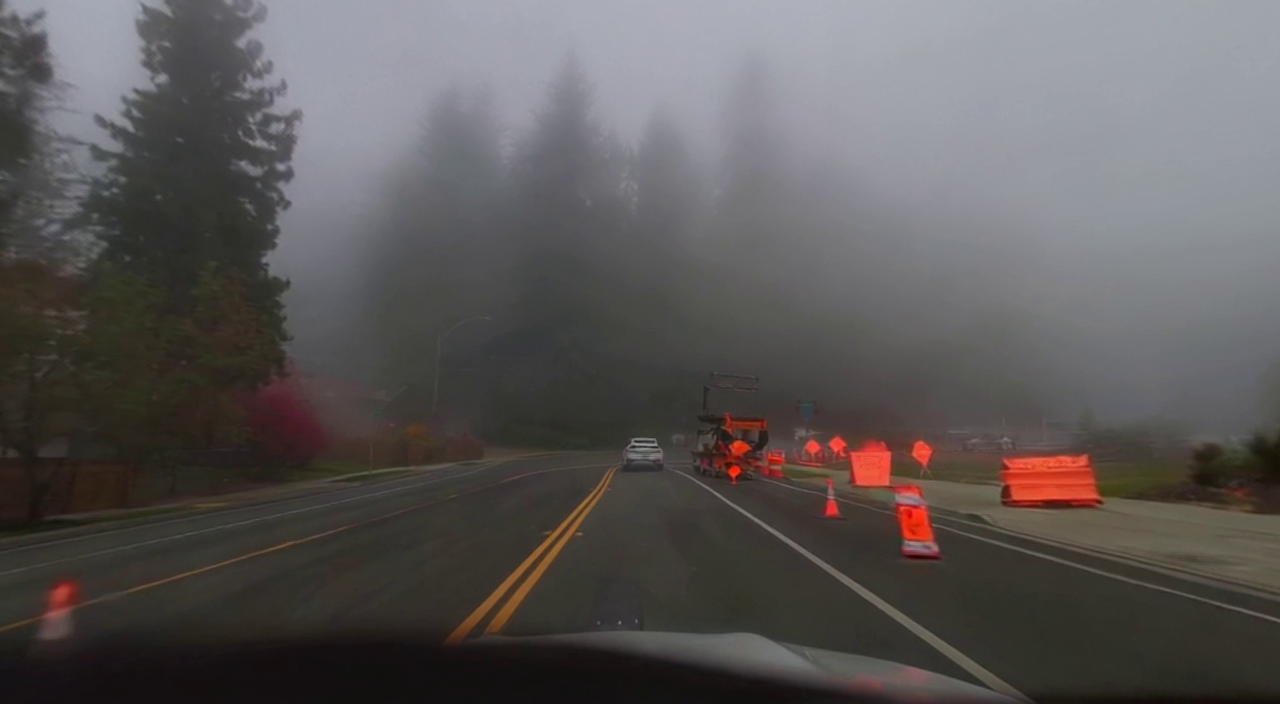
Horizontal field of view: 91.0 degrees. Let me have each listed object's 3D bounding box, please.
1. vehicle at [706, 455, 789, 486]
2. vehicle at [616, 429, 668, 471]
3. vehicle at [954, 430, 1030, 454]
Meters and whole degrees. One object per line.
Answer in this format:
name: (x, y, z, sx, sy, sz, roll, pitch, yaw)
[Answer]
vehicle: (3.418, 3.848, 20.601, 2.123, 0.883, 3.024, 0, -8, -1)
vehicle: (0.026, 4.348, 28.066, 2.151, 1.708, 4.084, 0, -8, -1)
vehicle: (24.450, 6.267, 43.767, 4.151, 1.429, 1.743, -3, -8, 3)
